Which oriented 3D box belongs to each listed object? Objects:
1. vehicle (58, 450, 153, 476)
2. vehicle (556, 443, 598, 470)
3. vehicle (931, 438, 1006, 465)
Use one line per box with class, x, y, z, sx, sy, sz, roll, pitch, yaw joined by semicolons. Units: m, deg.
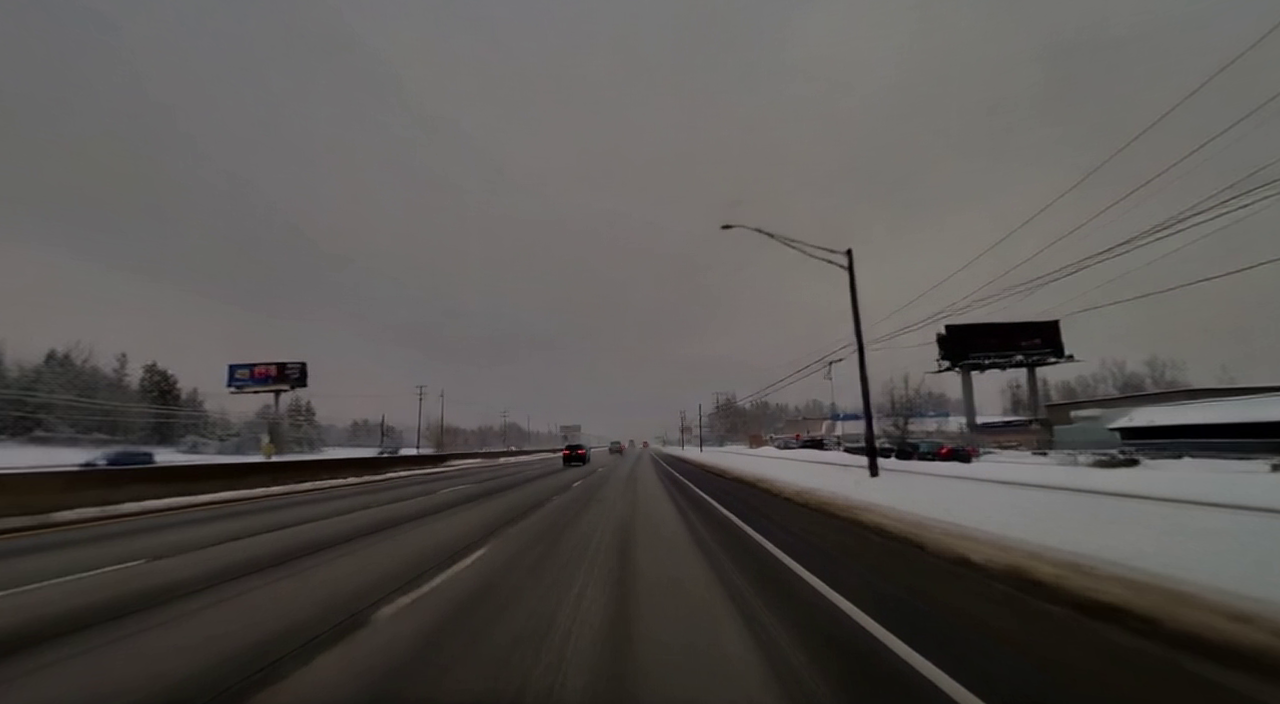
vehicle;-32.520;6.720;38.654;1.779;1.458;4.558;0;-9;1
vehicle;-3.638;6.123;37.305;1.940;1.479;4.545;0;-9;1
vehicle;19.181;5.825;37.125;1.806;1.466;4.711;0;-9;-1
